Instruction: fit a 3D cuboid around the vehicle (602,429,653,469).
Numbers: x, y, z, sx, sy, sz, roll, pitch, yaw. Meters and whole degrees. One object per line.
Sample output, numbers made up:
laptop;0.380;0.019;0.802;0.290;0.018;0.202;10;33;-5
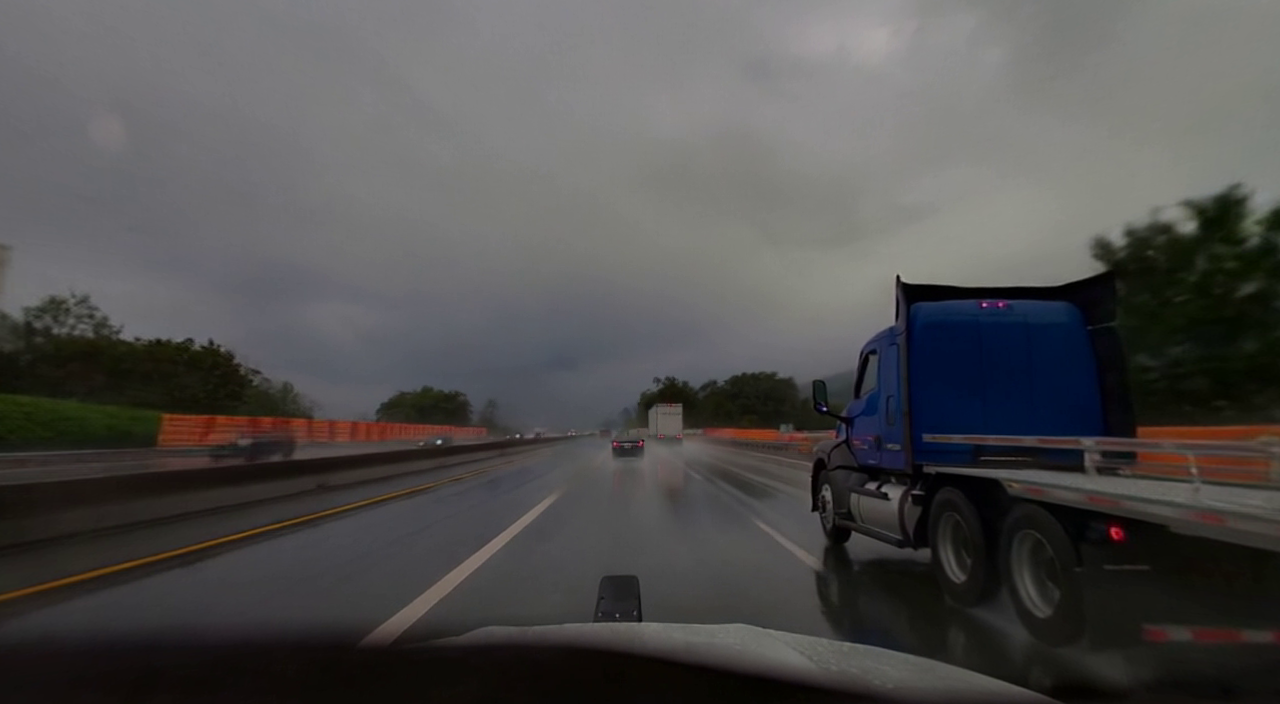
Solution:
vehicle;-0.494;3.914;25.631;1.929;1.469;3.677;0;-8;-1

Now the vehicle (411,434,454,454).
vehicle;-15.711;6.980;47.967;1.845;1.459;4.153;0;-8;0

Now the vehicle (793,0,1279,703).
vehicle;3.522;-0.059;2.296;2.919;3.634;10.888;0;-8;-1

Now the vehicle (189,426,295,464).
vehicle;-20.095;4.719;32.180;1.975;1.769;5.289;0;-8;0
